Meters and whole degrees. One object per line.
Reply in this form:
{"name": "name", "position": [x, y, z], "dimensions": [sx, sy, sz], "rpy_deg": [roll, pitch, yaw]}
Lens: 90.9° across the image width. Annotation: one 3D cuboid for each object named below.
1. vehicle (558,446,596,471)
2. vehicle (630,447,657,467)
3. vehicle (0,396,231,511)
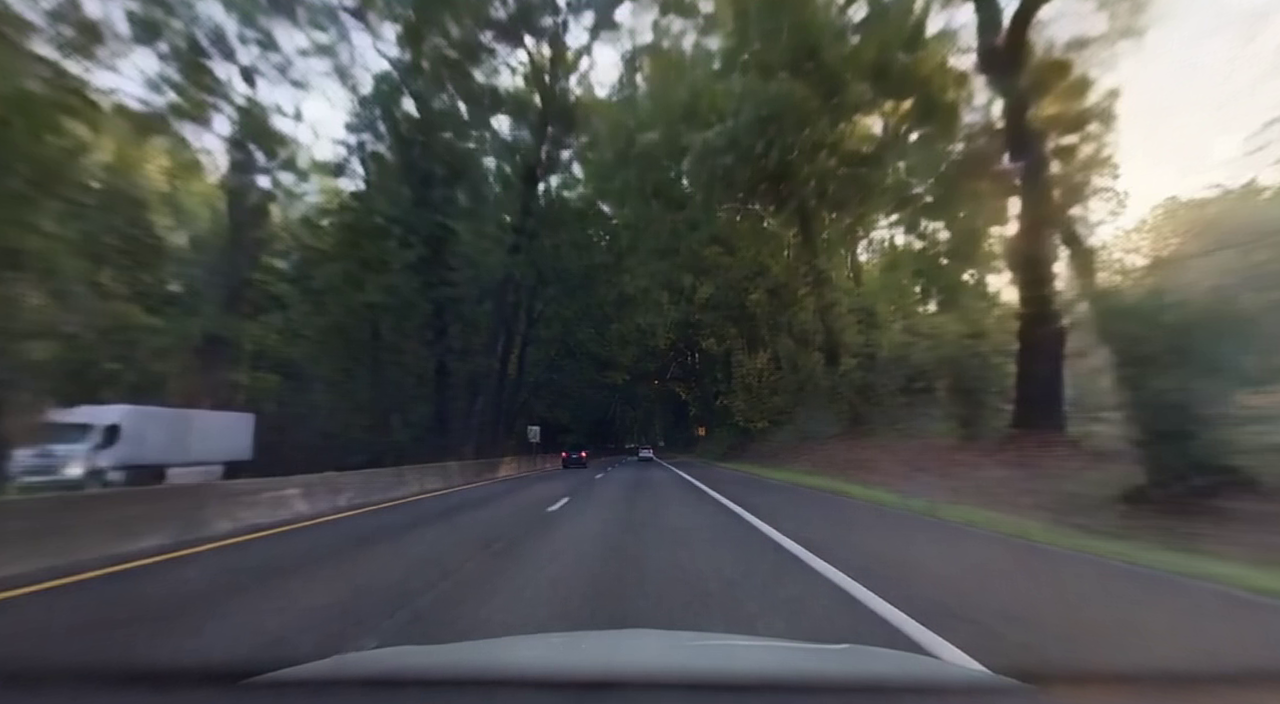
{"name": "vehicle", "position": [-4.010, 6.841, 40.741], "dimensions": [2.112, 1.498, 4.117], "rpy_deg": [0, -9, -1]}
{"name": "vehicle", "position": [0.249, 7.965, 47.801], "dimensions": [1.989, 1.402, 3.831], "rpy_deg": [0, -9, 0]}
{"name": "vehicle", "position": [-19.293, 3.743, 23.468], "dimensions": [2.913, 3.570, 7.466], "rpy_deg": [0, -9, 0]}
